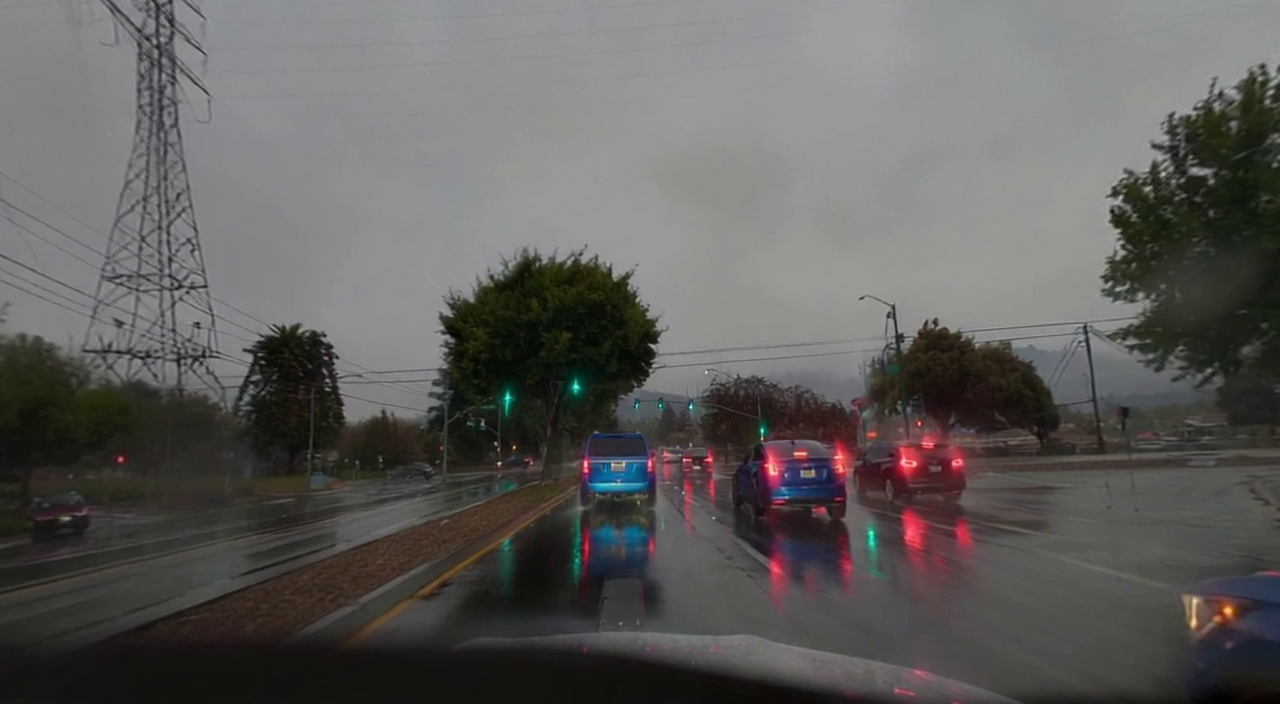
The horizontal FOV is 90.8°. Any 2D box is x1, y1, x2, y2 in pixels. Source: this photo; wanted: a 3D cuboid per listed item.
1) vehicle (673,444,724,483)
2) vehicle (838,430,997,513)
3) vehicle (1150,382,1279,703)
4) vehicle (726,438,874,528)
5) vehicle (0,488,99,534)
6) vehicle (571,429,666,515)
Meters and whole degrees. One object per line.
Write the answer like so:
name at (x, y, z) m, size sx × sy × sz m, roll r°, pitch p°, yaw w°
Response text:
vehicle at (2.776, 5.403, 30.844) m, size 1.915 × 1.765 × 4.047 m, roll 0°, pitch -9°, yaw -2°
vehicle at (6.693, 2.917, 15.889) m, size 1.929 × 1.753 × 4.396 m, roll 0°, pitch -9°, yaw -1°
vehicle at (3.248, 0.620, 0.573) m, size 1.889 × 1.517 × 4.308 m, roll 0°, pitch -9°, yaw -1°
vehicle at (3.169, 2.677, 13.548) m, size 1.880 × 1.579 × 4.401 m, roll 0°, pitch -9°, yaw -2°
vehicle at (-26.926, 7.197, 28.582) m, size 4.526 × 1.715 × 1.989 m, roll -10°, pitch -13°, yaw 26°
vehicle at (-0.580, 3.160, 17.093) m, size 2.231 × 1.998 × 4.254 m, roll 0°, pitch -9°, yaw -2°
